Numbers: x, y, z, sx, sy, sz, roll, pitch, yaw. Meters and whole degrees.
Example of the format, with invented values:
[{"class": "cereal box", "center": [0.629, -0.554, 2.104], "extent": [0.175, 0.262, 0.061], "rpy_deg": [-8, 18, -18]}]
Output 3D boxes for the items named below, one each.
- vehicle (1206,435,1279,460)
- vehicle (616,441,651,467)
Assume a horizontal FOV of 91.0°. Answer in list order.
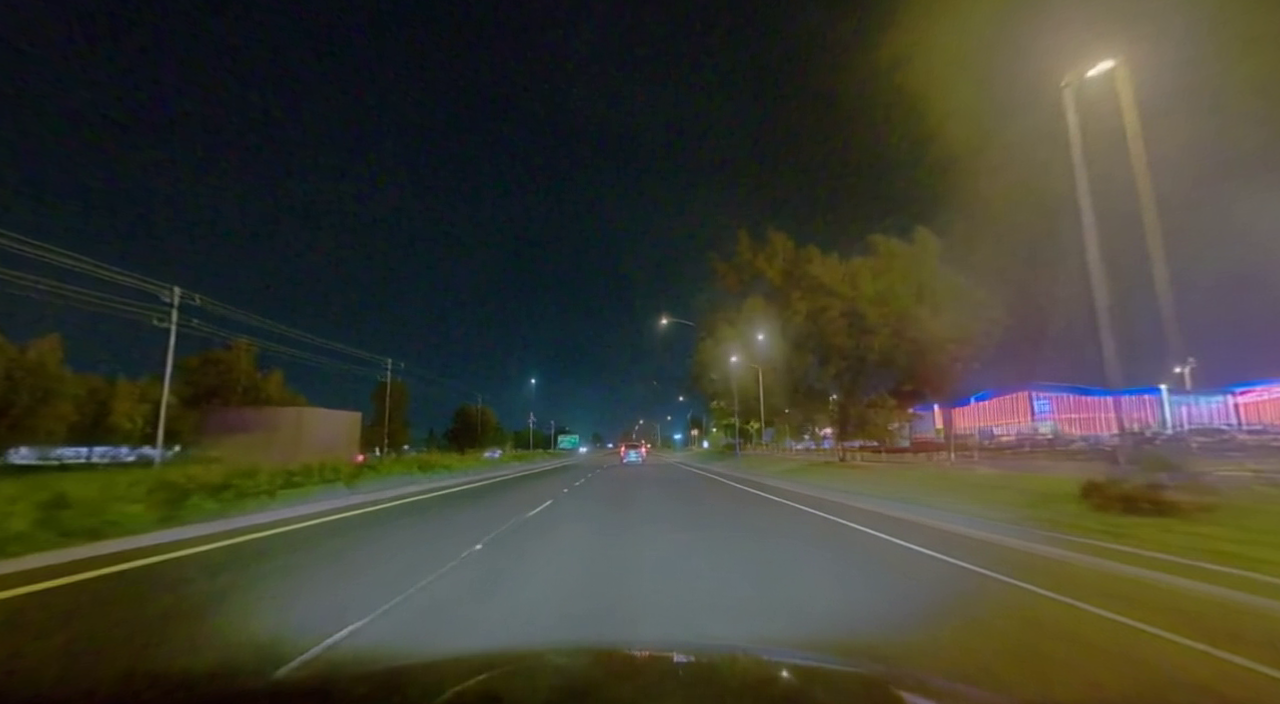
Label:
[{"class": "vehicle", "center": [39.775, 6.223, 40.998], "extent": [3.996, 1.517, 1.846], "rpy_deg": [1, -9, -2]}, {"class": "vehicle", "center": [-0.430, 6.511, 40.246], "extent": [2.110, 1.555, 4.431], "rpy_deg": [0, -9, 0]}]
